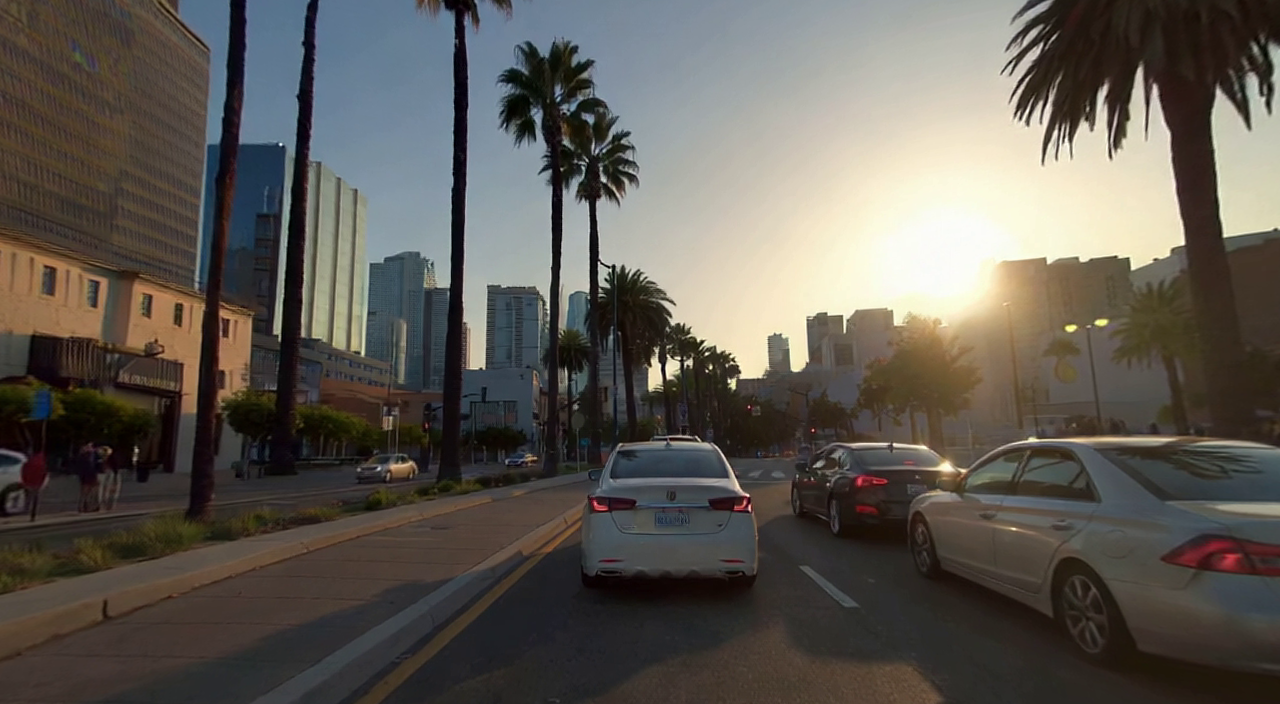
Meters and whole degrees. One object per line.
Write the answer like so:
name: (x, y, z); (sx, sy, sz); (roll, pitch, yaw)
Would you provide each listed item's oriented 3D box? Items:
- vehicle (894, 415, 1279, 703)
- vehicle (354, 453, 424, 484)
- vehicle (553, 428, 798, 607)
vehicle: (3.638, 1.297, 4.572); (1.913, 1.469, 4.425); (-1, -9, 3)
vehicle: (-14.154, 6.564, 35.861); (1.801, 1.563, 4.015); (-2, -9, 9)
vehicle: (0.333, 1.695, 7.286); (2.078, 1.503, 3.681); (0, -9, 1)
